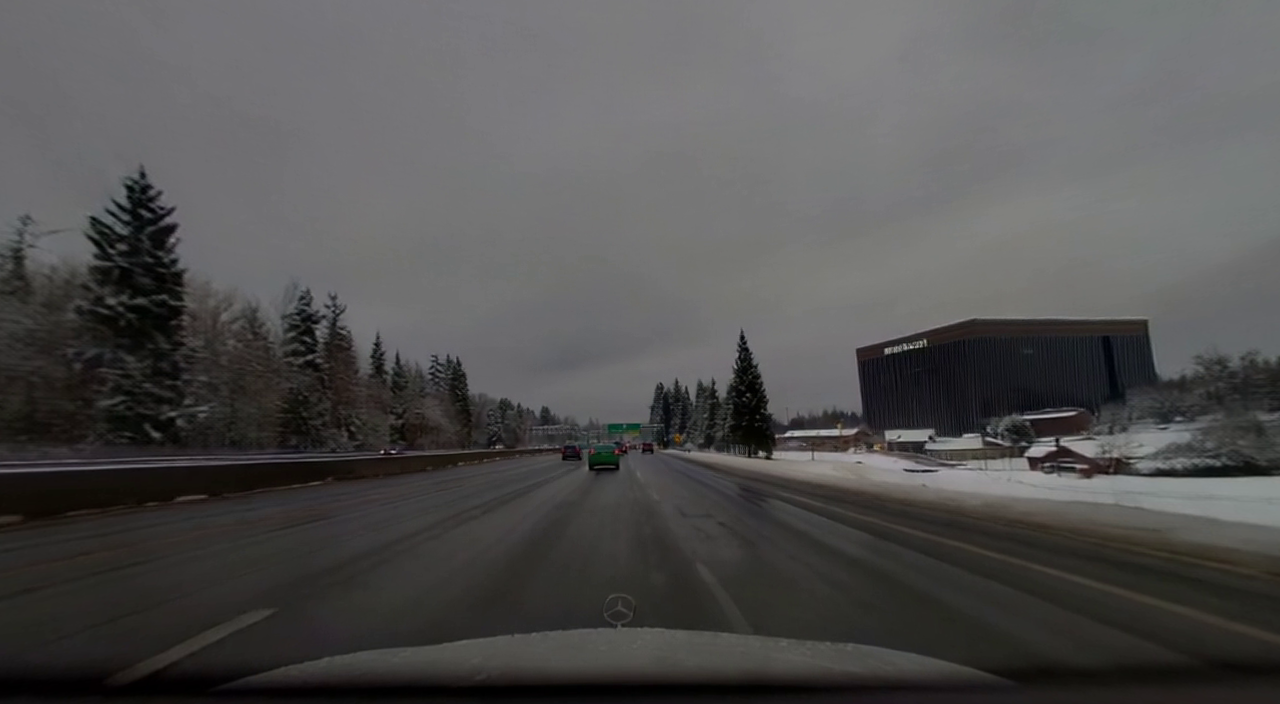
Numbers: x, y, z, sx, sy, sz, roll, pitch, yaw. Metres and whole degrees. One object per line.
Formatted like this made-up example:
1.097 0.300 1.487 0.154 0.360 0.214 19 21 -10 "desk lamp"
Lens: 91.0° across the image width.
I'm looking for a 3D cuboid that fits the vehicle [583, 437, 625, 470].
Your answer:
-2.100 6.082 37.872 2.302 1.810 4.707 0 -8 -1 "vehicle"
